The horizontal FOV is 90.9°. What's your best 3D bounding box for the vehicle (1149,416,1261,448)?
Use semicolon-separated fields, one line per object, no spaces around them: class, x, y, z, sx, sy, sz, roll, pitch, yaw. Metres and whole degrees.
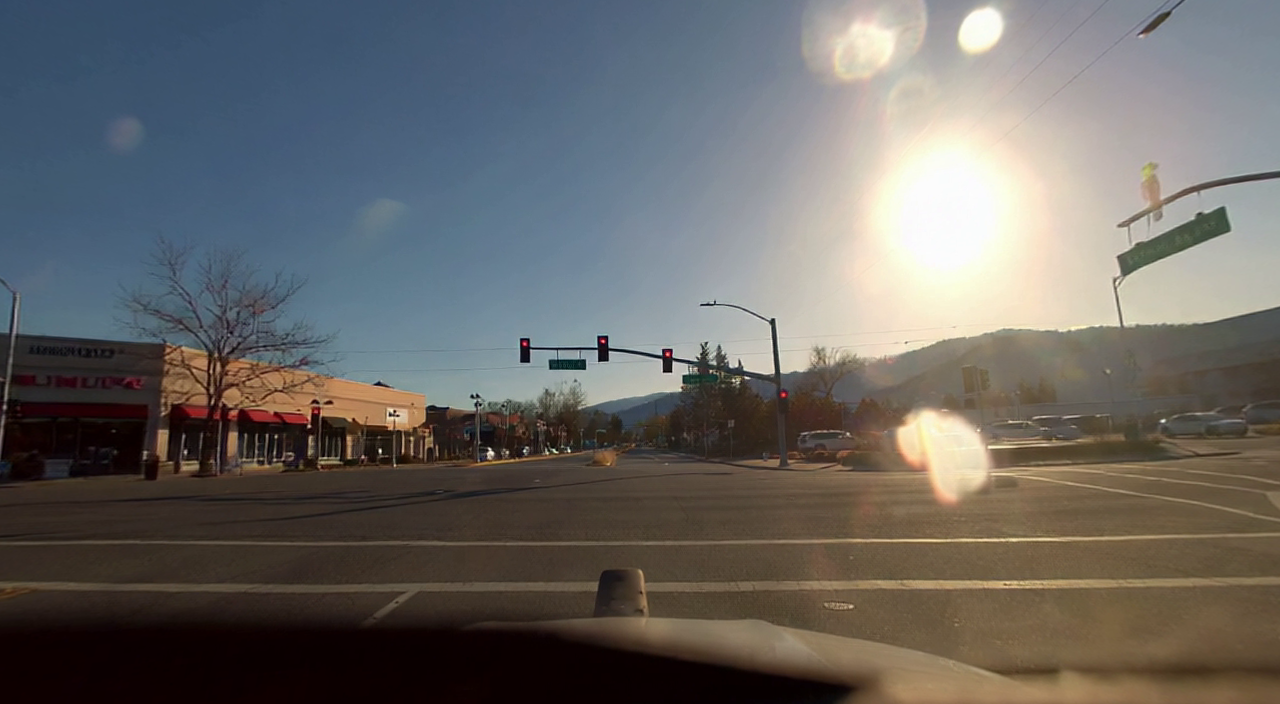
vehicle;28.269;4.071;31.719;1.799;1.459;4.266;-1;-8;3
